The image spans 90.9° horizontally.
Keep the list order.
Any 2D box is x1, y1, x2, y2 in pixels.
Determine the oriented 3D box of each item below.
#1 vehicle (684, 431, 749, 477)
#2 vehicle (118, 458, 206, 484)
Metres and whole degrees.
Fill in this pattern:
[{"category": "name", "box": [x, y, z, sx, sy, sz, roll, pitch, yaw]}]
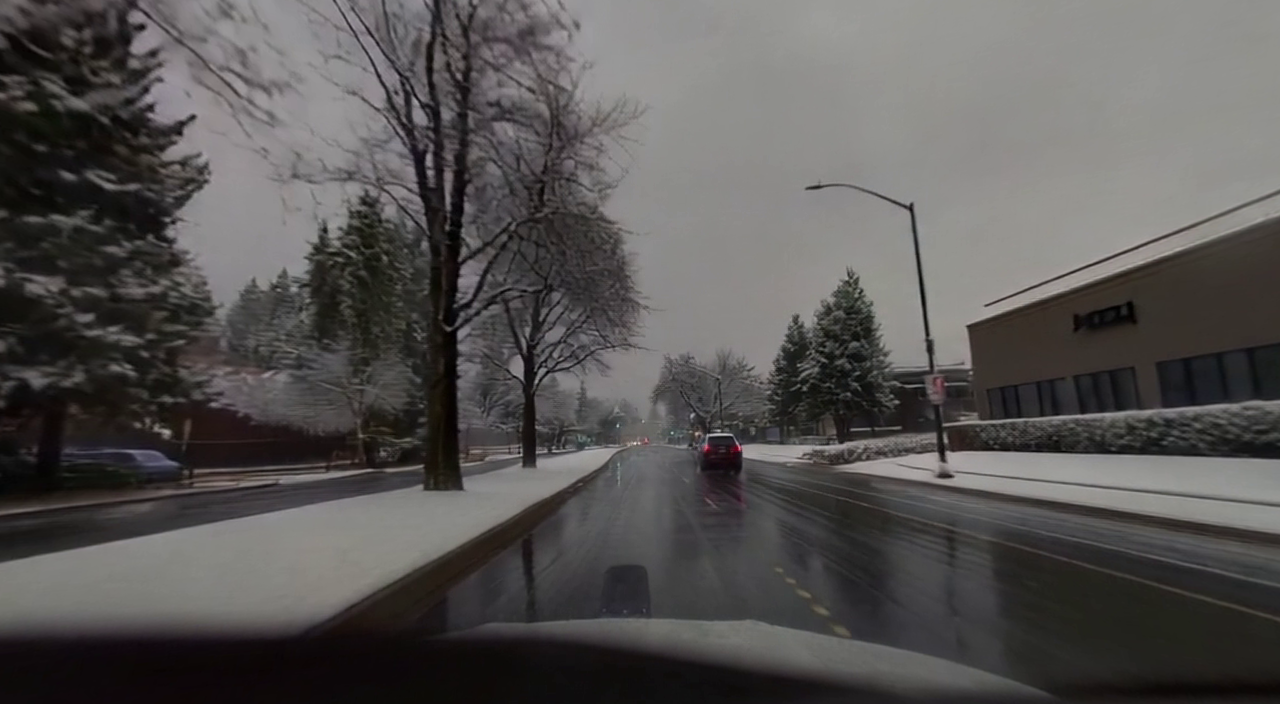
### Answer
[{"category": "vehicle", "box": [3.136, 4.272, 26.710, 2.143, 1.759, 4.378, 0, -8, -1]}, {"category": "vehicle", "box": [-30.806, 7.653, 40.821, 1.875, 1.477, 4.858, -1, -8, 1]}]
